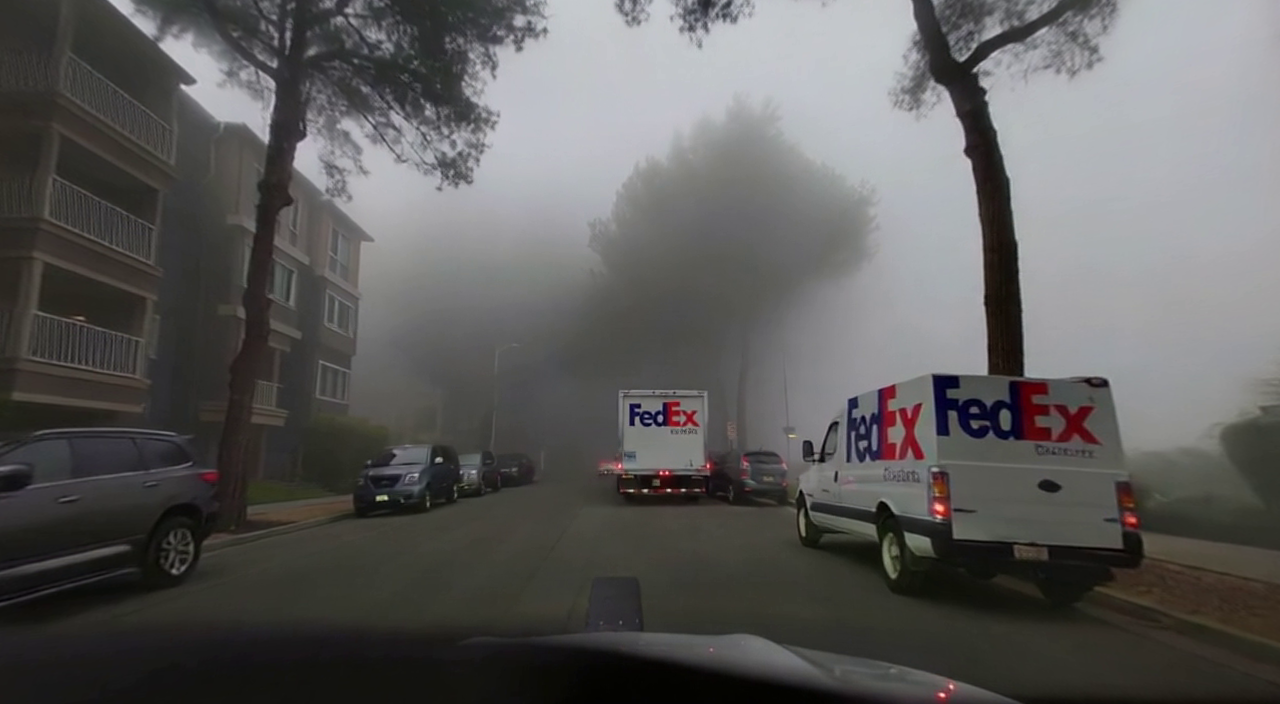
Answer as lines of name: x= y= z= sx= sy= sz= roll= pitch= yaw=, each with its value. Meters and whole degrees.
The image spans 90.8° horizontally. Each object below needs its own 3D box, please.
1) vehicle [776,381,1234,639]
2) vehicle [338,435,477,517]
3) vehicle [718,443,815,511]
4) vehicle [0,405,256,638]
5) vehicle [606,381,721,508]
vehicle: x=3.437 y=1.631 z=7.757 sx=2.221 sy=1.991 sz=5.564 roll=0 pitch=-8 yaw=-1
vehicle: x=-5.968 y=3.204 z=16.925 sx=2.020 sy=1.867 sz=4.654 roll=0 pitch=-8 yaw=-1
vehicle: x=3.308 y=3.320 z=17.287 sx=1.868 sy=1.623 sz=3.815 roll=0 pitch=-9 yaw=0
vehicle: x=-5.904 y=1.432 z=5.737 sx=2.089 sy=1.757 sz=4.256 roll=0 pitch=-8 yaw=1
vehicle: x=0.533 y=2.978 z=20.439 sx=2.930 sy=3.275 sz=8.180 roll=0 pitch=-8 yaw=-1
